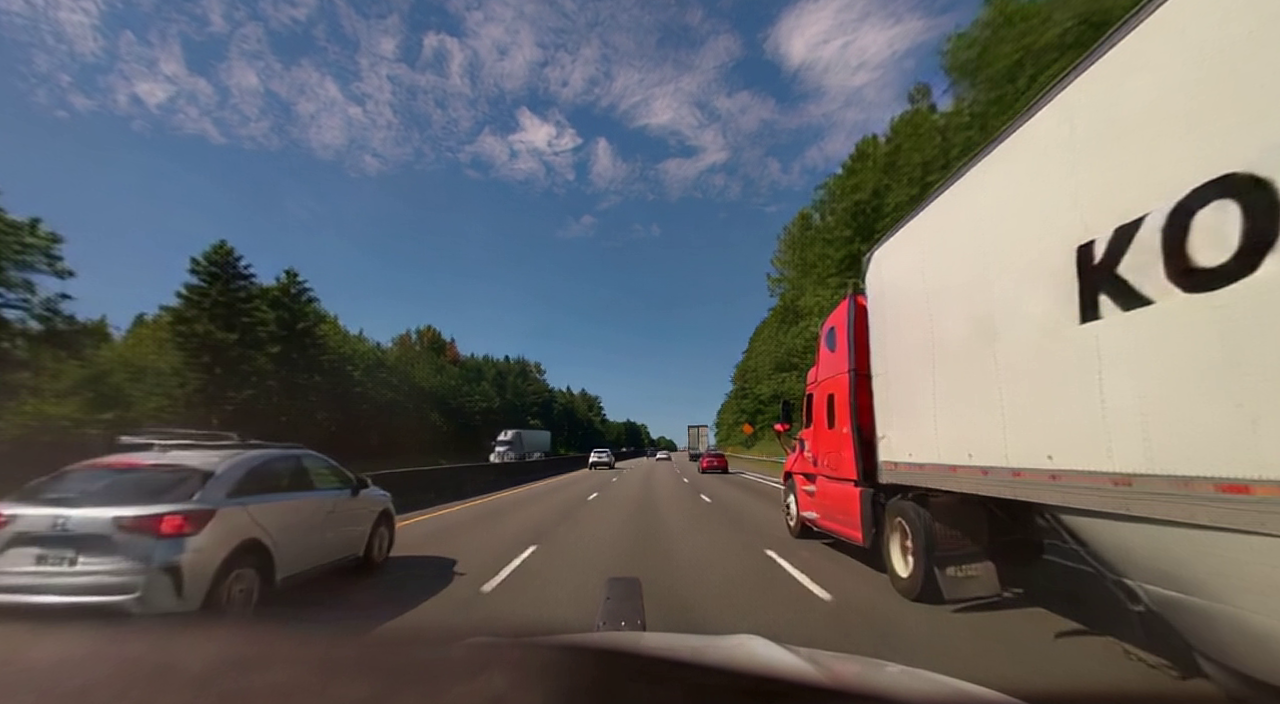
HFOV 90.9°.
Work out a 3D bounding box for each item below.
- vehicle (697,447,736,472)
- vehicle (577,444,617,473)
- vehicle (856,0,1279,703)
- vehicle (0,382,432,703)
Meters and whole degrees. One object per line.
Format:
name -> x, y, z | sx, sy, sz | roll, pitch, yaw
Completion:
vehicle -> 5.035, 7.148, 41.939 | 2.176, 1.598, 3.878 | 0, -9, 1
vehicle -> -2.624, 6.640, 39.390 | 2.017, 1.683, 4.309 | 0, -9, 2
vehicle -> 4.215, -0.346, 2.395 | 2.914, 3.998, 11.103 | 0, -9, 1
vehicle -> -3.373, 1.231, 4.492 | 2.085, 1.530, 4.809 | 0, -9, 1
